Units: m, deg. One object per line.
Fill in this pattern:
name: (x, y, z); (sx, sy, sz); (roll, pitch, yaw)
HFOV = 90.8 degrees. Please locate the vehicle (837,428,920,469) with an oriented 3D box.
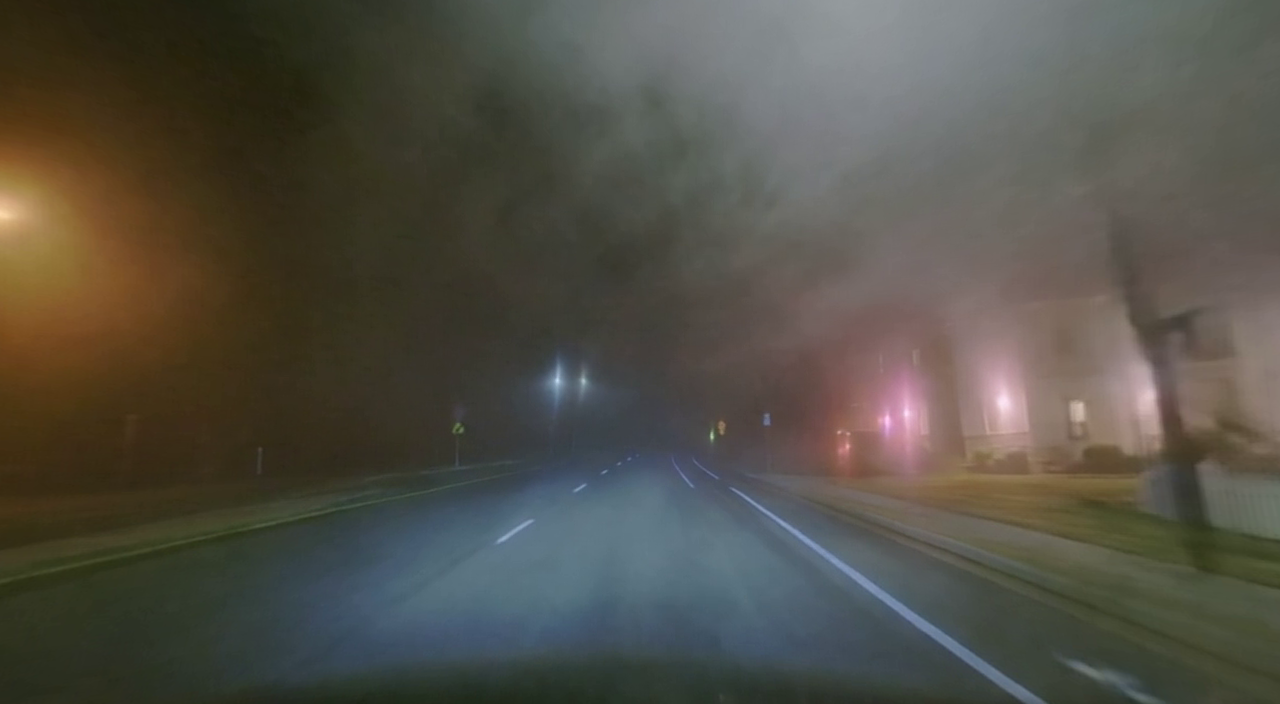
vehicle: (10.659, 4.362, 28.612); (1.938, 1.695, 4.296); (0, -8, -2)

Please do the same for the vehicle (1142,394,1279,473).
vehicle: (21.519, 2.911, 22.487); (5.234, 2.631, 2.232); (0, -8, -1)
